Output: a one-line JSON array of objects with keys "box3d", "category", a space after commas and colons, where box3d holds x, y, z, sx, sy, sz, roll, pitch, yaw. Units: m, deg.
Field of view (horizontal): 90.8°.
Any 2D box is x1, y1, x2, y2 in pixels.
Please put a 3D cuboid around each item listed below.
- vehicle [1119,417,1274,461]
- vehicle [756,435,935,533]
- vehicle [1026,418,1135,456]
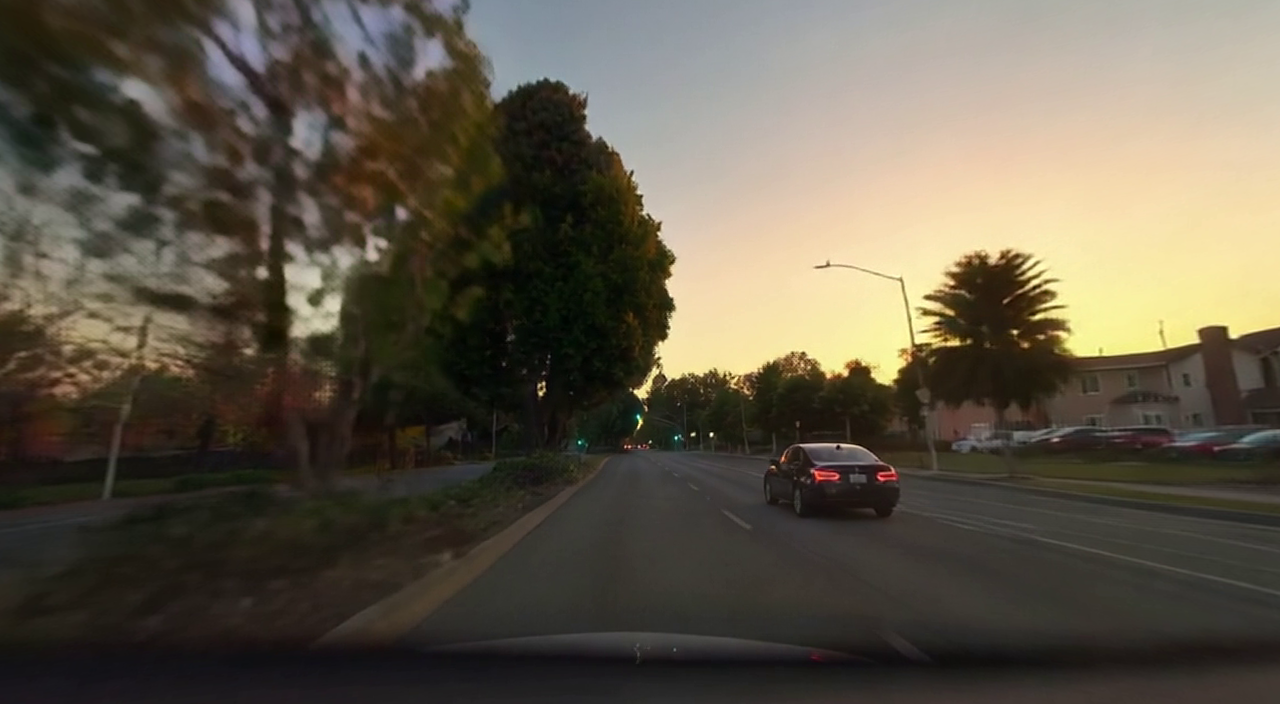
[{"box3d": [24.807, 3.927, 28.335, 4.672, 1.810, 2.367, 0, -9, -1], "category": "vehicle"}, {"box3d": [3.524, 2.346, 11.745, 1.852, 1.453, 4.083, 0, -9, -2], "category": "vehicle"}, {"box3d": [25.683, 4.975, 36.951, 4.733, 2.074, 2.022, 0, -9, -1], "category": "vehicle"}]
